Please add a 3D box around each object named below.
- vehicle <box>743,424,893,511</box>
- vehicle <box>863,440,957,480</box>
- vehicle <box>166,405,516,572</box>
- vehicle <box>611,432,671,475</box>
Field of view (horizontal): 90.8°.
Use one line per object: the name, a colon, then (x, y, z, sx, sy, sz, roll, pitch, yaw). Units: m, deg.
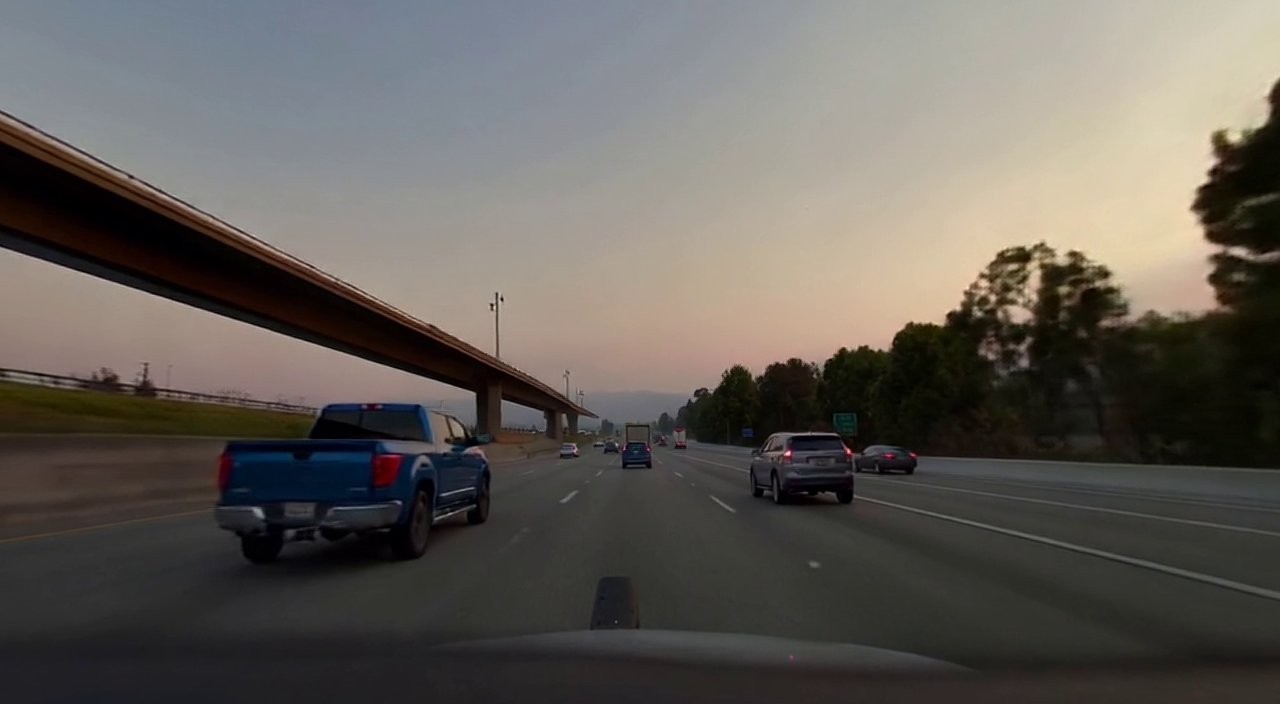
vehicle: (3.787, 2.547, 14.296, 2.119, 1.653, 4.000, 0, -9, -2)
vehicle: (11.060, 4.451, 26.264, 1.961, 1.480, 4.331, 0, -9, -1)
vehicle: (-3.584, 1.800, 9.099, 2.535, 1.715, 5.030, 0, -9, 0)
vehicle: (0.051, 4.821, 30.199, 2.572, 1.837, 5.693, 0, -9, 0)
